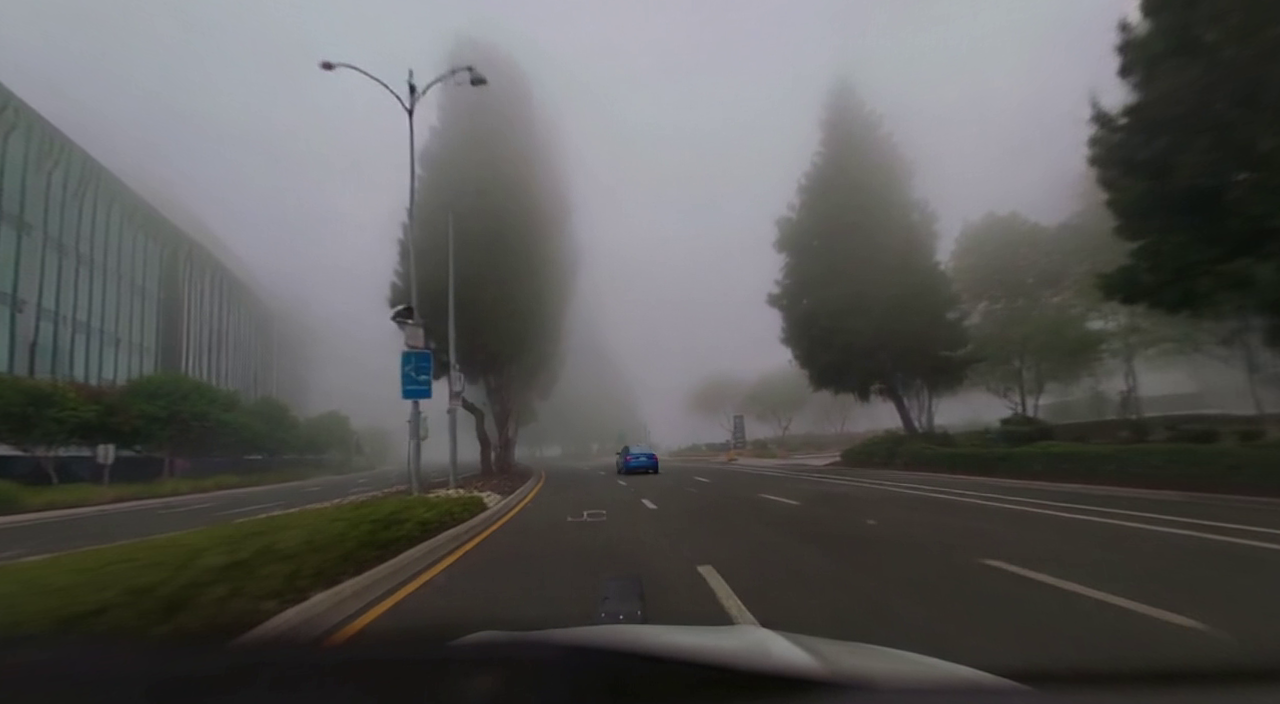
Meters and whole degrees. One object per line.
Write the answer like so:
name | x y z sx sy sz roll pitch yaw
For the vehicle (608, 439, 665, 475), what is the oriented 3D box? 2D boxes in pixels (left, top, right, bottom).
vehicle | -0.255 5.300 32.187 2.165 1.633 4.381 1 -8 -10
